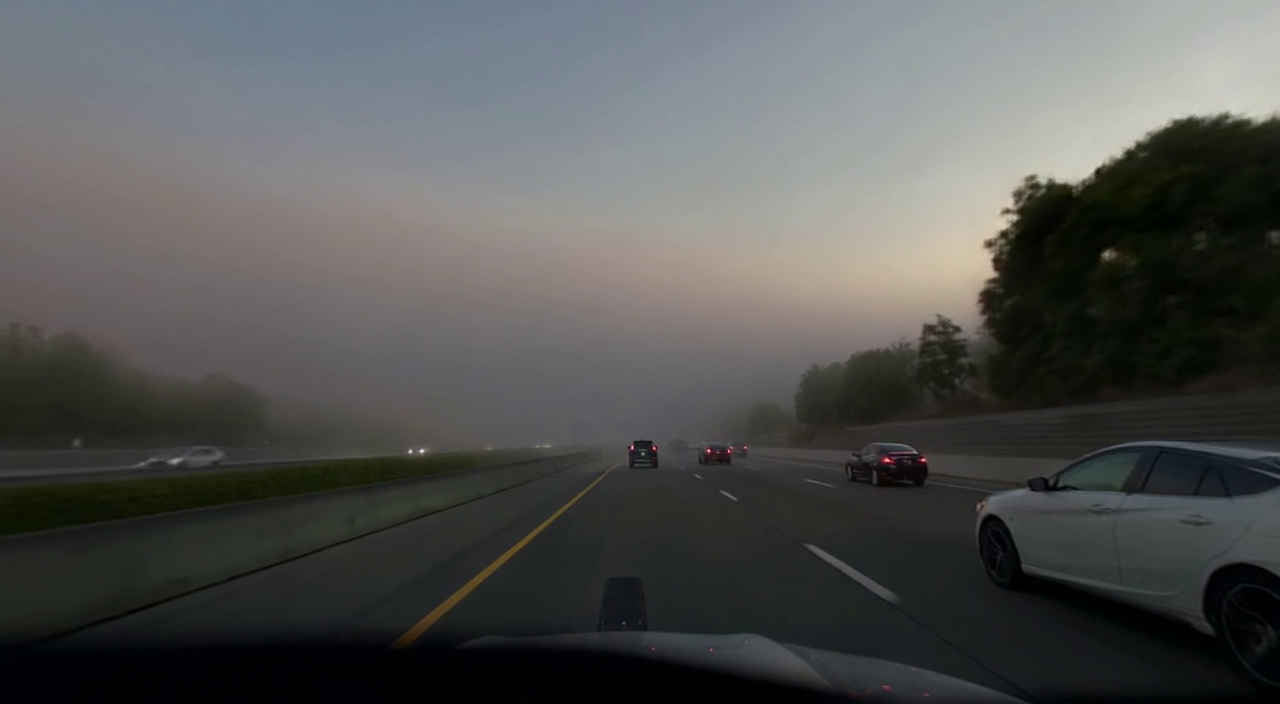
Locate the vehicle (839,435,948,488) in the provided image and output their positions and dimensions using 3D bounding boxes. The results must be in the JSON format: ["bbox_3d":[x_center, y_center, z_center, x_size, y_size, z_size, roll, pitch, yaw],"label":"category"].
[{"bbox_3d":[8.089,3.509,20.598,1.810,1.516,4.183,0,-8,0],"label":"vehicle"}]

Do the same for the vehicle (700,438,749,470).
[{"bbox_3d":[4.210,5.156,32.013,1.825,1.487,4.034,0,-8,-1],"label":"vehicle"}]

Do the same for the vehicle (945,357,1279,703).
[{"bbox_3d":[3.723,0.953,3.361,2.003,1.661,4.418,-1,-8,1],"label":"vehicle"}]

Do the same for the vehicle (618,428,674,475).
[{"bbox_3d":[0.222,4.260,27.156,2.189,1.852,4.038,0,-8,0],"label":"vehicle"}]

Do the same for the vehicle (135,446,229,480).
[{"bbox_3d":[-27.143,6.552,37.597,1.997,1.808,4.776,-1,-8,0],"label":"vehicle"}]
